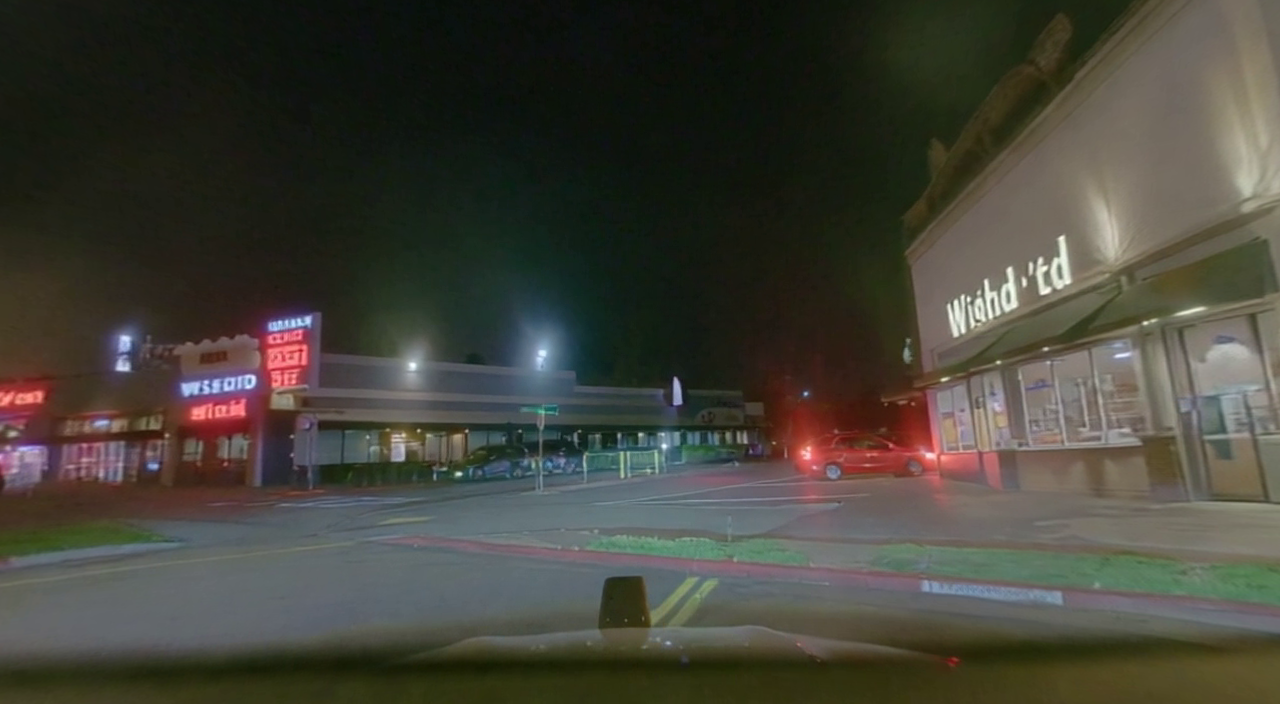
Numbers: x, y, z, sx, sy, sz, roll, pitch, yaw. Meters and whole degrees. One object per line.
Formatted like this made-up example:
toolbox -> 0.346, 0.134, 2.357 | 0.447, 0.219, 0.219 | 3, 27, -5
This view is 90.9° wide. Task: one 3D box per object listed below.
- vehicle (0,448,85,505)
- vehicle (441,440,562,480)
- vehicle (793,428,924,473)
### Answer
vehicle -> -23.938, 4.803, 24.714 | 4.748, 2.013, 2.150 | -7, -11, 36
vehicle -> -6.028, 4.706, 27.598 | 4.814, 1.618, 1.869 | -2, -9, 15
vehicle -> 8.925, 4.034, 25.834 | 4.706, 1.663, 1.993 | -5, -10, 29
